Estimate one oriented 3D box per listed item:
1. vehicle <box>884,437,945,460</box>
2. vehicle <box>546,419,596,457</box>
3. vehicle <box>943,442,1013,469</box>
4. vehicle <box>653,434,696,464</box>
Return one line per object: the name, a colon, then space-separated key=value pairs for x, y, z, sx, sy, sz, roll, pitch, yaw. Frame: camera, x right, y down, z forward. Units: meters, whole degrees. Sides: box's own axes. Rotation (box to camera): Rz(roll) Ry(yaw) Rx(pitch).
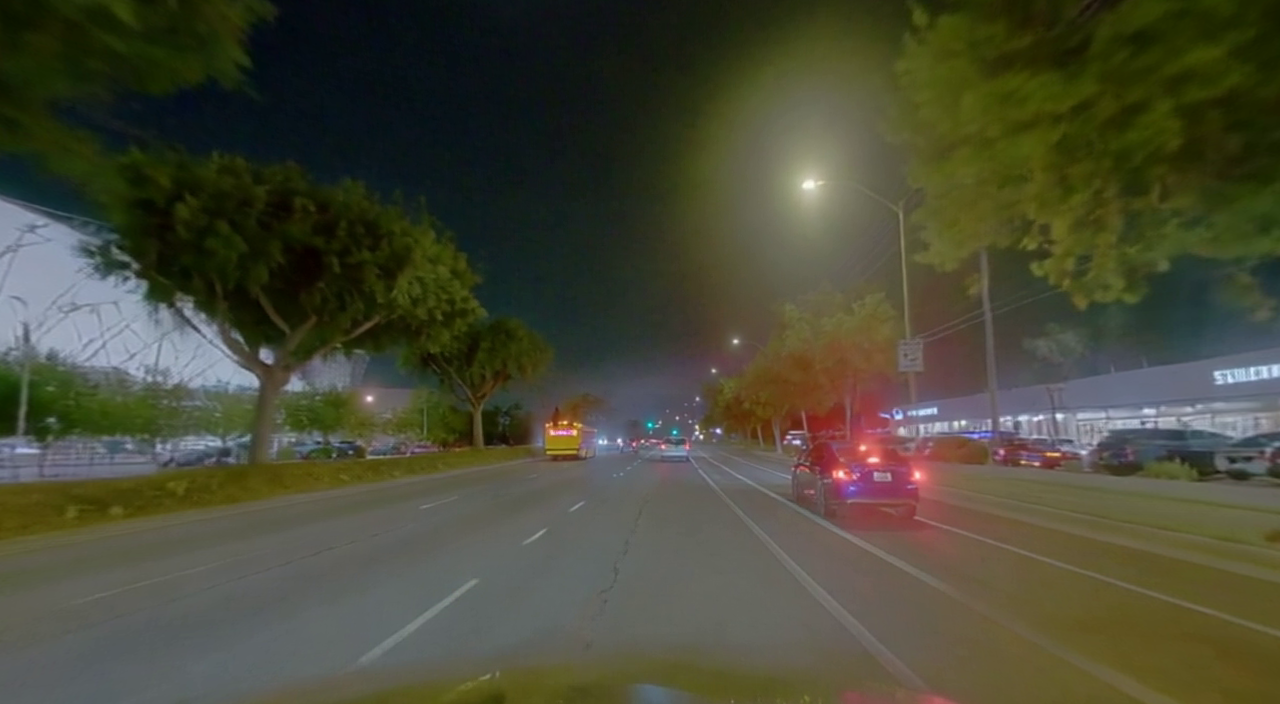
vehicle: x=20.878 y=7.392 z=48.273 sx=2.229 sy=1.661 sz=5.991 roll=0 pitch=-9 yaw=3
vehicle: x=-4.918 y=6.342 z=45.950 sx=2.485 sy=2.556 sz=6.363 roll=-1 pitch=-9 yaw=4
vehicle: x=20.139 y=6.175 z=37.827 sx=1.849 sy=1.466 sz=4.831 roll=-1 pitch=-9 yaw=4
vehicle: x=1.776 y=5.133 z=33.332 sx=2.123 sy=1.498 sz=4.226 roll=0 pitch=-9 yaw=2
